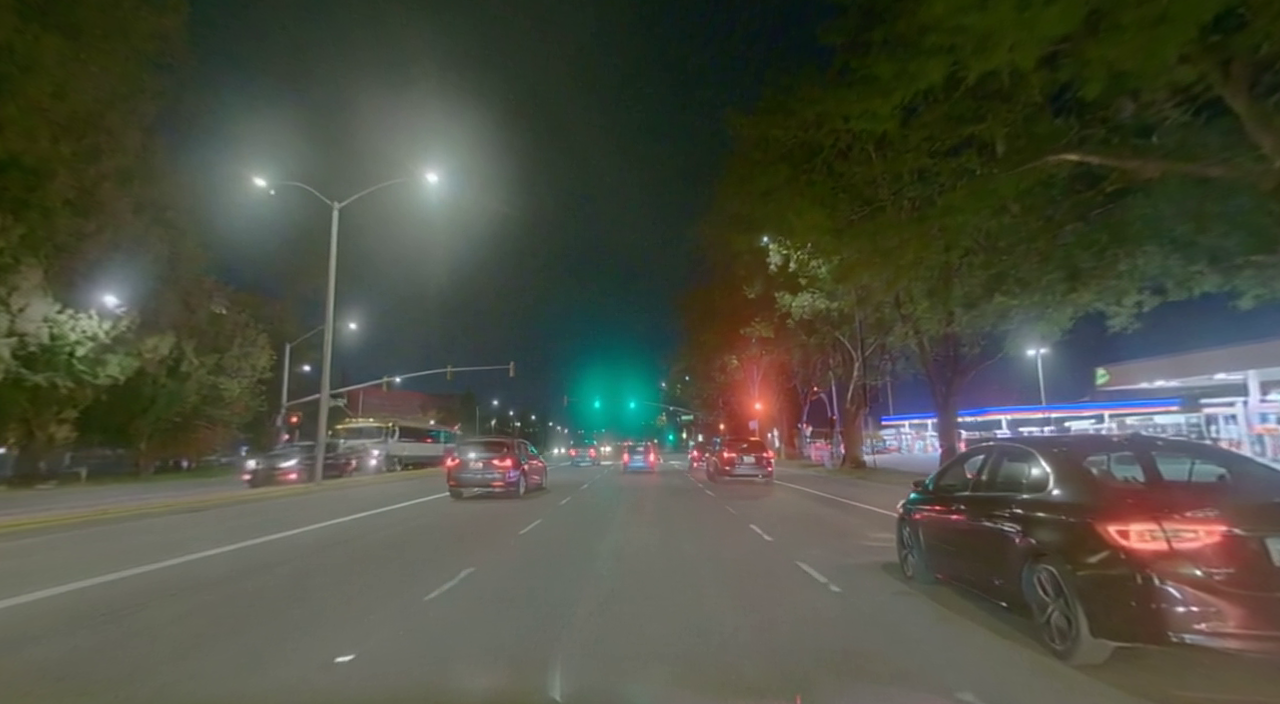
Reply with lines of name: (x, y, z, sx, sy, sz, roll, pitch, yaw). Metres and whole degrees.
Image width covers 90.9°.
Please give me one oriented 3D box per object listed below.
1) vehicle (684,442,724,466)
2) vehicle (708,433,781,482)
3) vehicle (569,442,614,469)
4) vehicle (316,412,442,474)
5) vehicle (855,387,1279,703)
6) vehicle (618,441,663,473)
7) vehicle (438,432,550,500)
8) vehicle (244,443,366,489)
vehicle: (4.128, 6.661, 41.214, 2.174, 1.462, 4.400, 0, -8, 1)
vehicle: (3.815, 3.946, 23.849, 2.022, 1.683, 4.171, 0, -8, 0)
vehicle: (-2.786, 6.059, 37.198, 2.192, 1.463, 4.211, -1, -8, 1)
vehicle: (-15.805, 5.689, 39.466, 3.228, 3.319, 10.706, 0, -8, 1)
vehicle: (3.435, 1.198, 4.551, 2.038, 1.499, 4.868, 0, -8, 0)
vehicle: (0.026, 5.204, 31.510, 2.104, 1.477, 4.591, 0, -8, 0)
vehicle: (-3.800, 3.031, 17.187, 2.023, 1.607, 4.086, 0, -8, 1)
vehicle: (-12.215, 4.142, 23.400, 2.013, 1.501, 4.484, -1, -8, 1)
